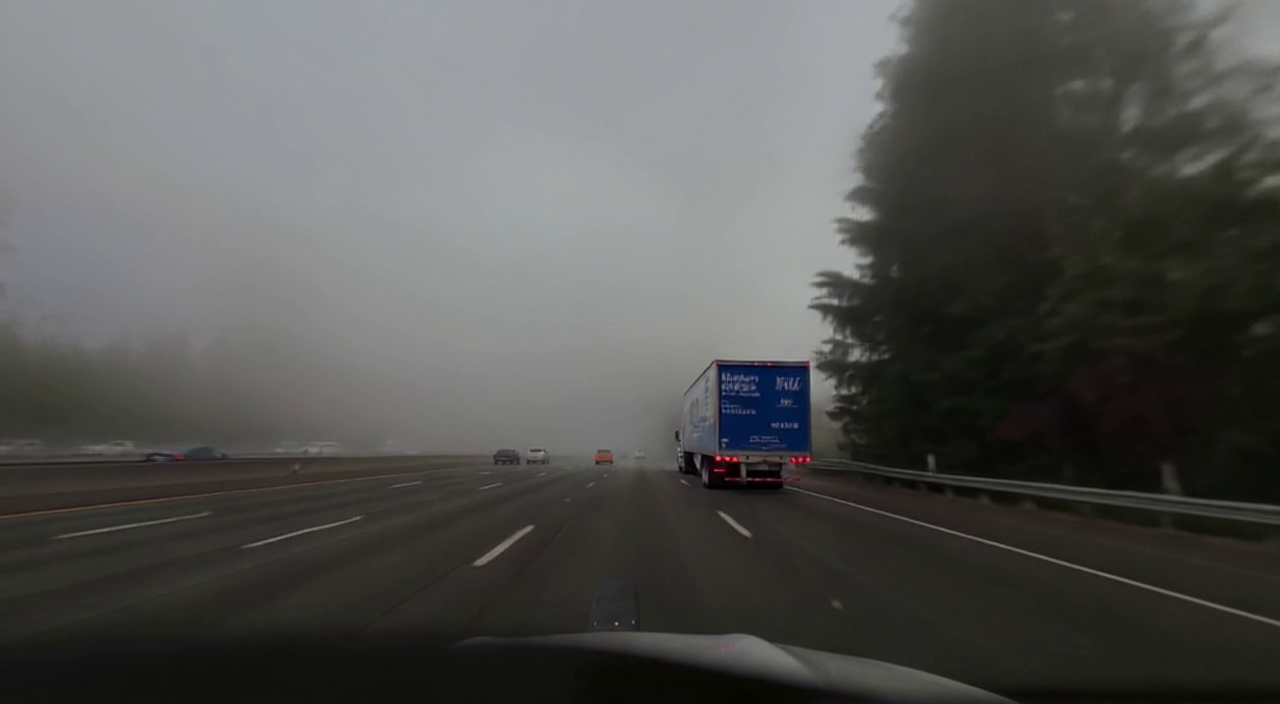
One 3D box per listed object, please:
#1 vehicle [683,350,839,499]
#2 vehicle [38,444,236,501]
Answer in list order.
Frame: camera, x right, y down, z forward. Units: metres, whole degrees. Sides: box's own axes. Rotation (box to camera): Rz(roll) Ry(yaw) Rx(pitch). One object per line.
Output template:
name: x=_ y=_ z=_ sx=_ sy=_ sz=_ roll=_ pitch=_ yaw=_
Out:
vehicle: x=3.844 y=3.121 z=25.136 sx=3.140 sy=4.100 sz=15.551 roll=0 pitch=-9 yaw=0
vehicle: x=-14.666 y=3.499 z=18.902 sx=1.982 sy=1.471 sz=4.747 roll=0 pitch=-9 yaw=1
